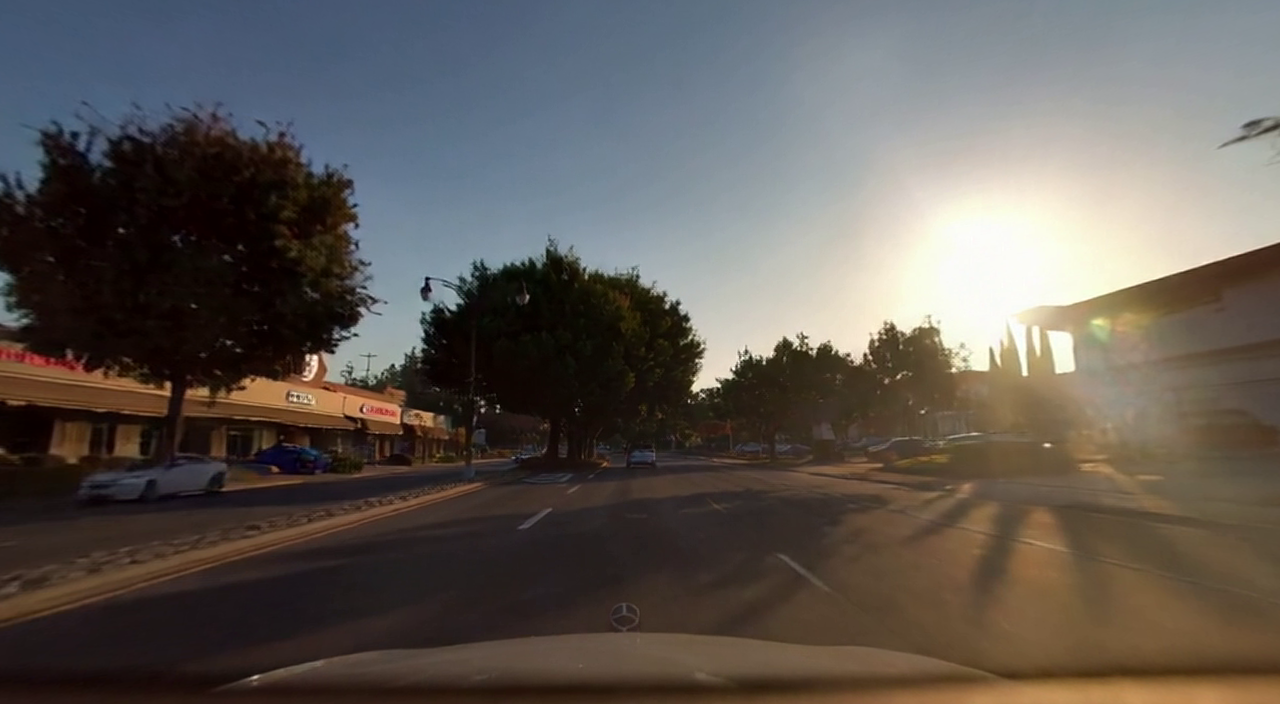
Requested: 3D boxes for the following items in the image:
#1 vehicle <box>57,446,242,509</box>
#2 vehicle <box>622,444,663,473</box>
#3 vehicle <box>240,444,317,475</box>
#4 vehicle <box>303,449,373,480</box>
[{"bbox_3d":[-15.830,4.023,20.792,2.149,1.795,4.980,0,-9,-1],"label":"vehicle"},{"bbox_3d":[0.089,5.688,33.778,1.998,1.452,3.773,0,-9,-2],"label":"vehicle"},{"bbox_3d":[-24.233,7.196,42.465,2.146,1.939,5.462,1,-9,-3],"label":"vehicle"},{"bbox_3d":[-19.528,7.275,40.955,2.072,1.804,5.136,-1,-9,-1],"label":"vehicle"}]
